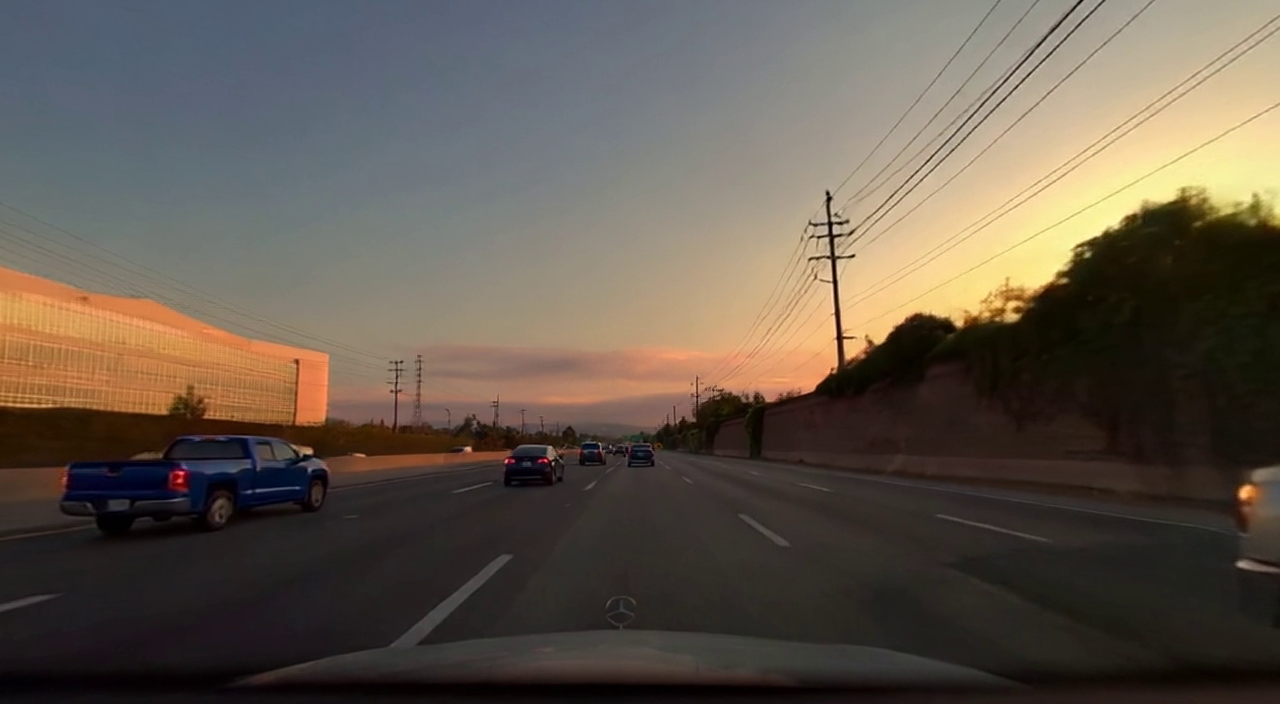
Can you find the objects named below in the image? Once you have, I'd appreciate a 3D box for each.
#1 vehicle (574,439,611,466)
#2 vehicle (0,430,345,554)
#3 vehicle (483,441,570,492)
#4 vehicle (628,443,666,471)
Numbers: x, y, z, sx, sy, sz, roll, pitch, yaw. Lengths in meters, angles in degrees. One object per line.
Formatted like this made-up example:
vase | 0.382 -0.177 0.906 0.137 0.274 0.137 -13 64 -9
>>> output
vehicle | -3.249 6.988 44.054 2.244 1.752 4.439 0 -8 1
vehicle | -6.864 2.068 10.135 1.959 1.496 4.740 0 -8 0
vehicle | -3.488 3.603 20.218 1.938 1.444 4.206 0 -8 1
vehicle | 0.386 5.862 35.367 2.030 1.471 4.115 0 -8 1
